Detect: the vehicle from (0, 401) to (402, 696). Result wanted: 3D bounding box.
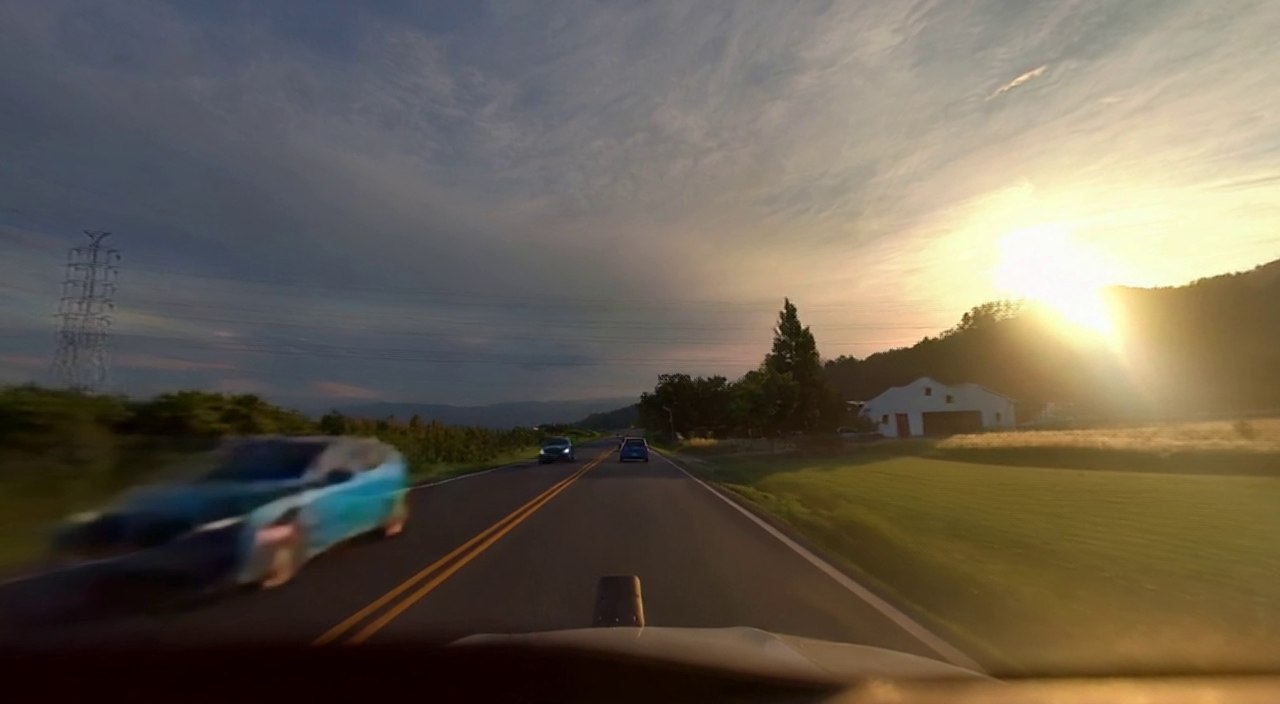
[{"bbox_3d":[-3.827,1.279,5.344,2.034,1.484,4.183,0,-8,-1],"label":"vehicle"}]

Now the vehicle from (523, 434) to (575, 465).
[{"bbox_3d":[-4.578,4.973,32.334,2.091,1.470,4.490,0,-8,-1],"label":"vehicle"}]

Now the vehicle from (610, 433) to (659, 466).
[{"bbox_3d":[-0.271,4.741,30.842,2.241,1.471,3.829,0,-8,-1],"label":"vehicle"}]
